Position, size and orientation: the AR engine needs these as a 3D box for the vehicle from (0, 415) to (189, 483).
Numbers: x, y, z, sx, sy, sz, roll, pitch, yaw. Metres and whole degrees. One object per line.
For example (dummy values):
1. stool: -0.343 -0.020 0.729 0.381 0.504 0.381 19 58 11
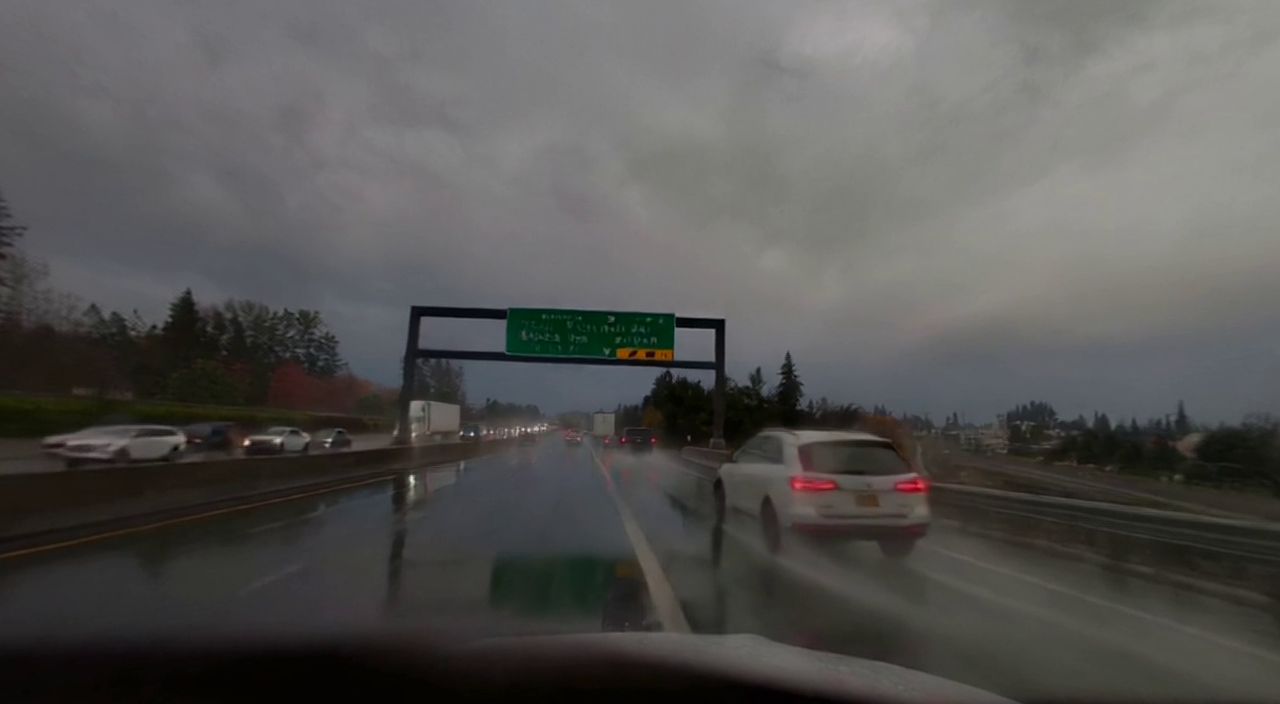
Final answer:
1. vehicle: -12.946 2.321 15.220 1.610 1.420 3.445 1 -8 -4

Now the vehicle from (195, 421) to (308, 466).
1. vehicle: -13.183 3.133 21.601 1.853 1.406 3.495 1 -8 -5

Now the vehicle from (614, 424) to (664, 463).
1. vehicle: -0.142 4.968 34.245 2.207 1.937 5.610 1 -8 -5

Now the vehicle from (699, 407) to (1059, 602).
1. vehicle: 2.111 1.508 7.228 2.127 1.497 4.445 1 -8 -4

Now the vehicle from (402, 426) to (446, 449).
1. vehicle: -15.611 6.220 45.633 1.921 1.507 4.664 0 -8 -5
